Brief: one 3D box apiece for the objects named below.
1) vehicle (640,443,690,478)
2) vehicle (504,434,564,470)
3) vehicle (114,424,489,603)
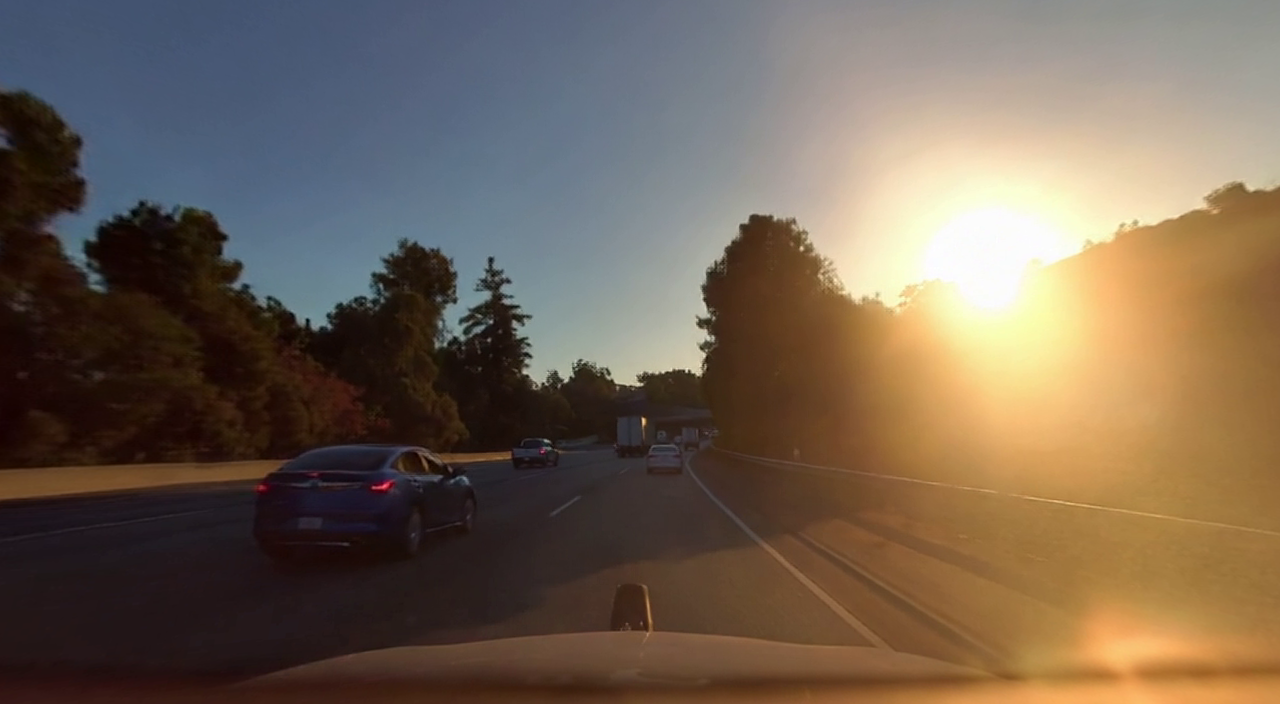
[{"bbox_3d":[1.071,4.564,26.716,1.984,1.365,3.767,0,-8,3],"label":"vehicle"},{"bbox_3d":[-5.797,5.516,35.051,2.142,1.833,4.854,-1,-9,4],"label":"vehicle"},{"bbox_3d":[-3.427,1.711,7.703,1.916,1.486,4.631,0,-9,1],"label":"vehicle"}]
